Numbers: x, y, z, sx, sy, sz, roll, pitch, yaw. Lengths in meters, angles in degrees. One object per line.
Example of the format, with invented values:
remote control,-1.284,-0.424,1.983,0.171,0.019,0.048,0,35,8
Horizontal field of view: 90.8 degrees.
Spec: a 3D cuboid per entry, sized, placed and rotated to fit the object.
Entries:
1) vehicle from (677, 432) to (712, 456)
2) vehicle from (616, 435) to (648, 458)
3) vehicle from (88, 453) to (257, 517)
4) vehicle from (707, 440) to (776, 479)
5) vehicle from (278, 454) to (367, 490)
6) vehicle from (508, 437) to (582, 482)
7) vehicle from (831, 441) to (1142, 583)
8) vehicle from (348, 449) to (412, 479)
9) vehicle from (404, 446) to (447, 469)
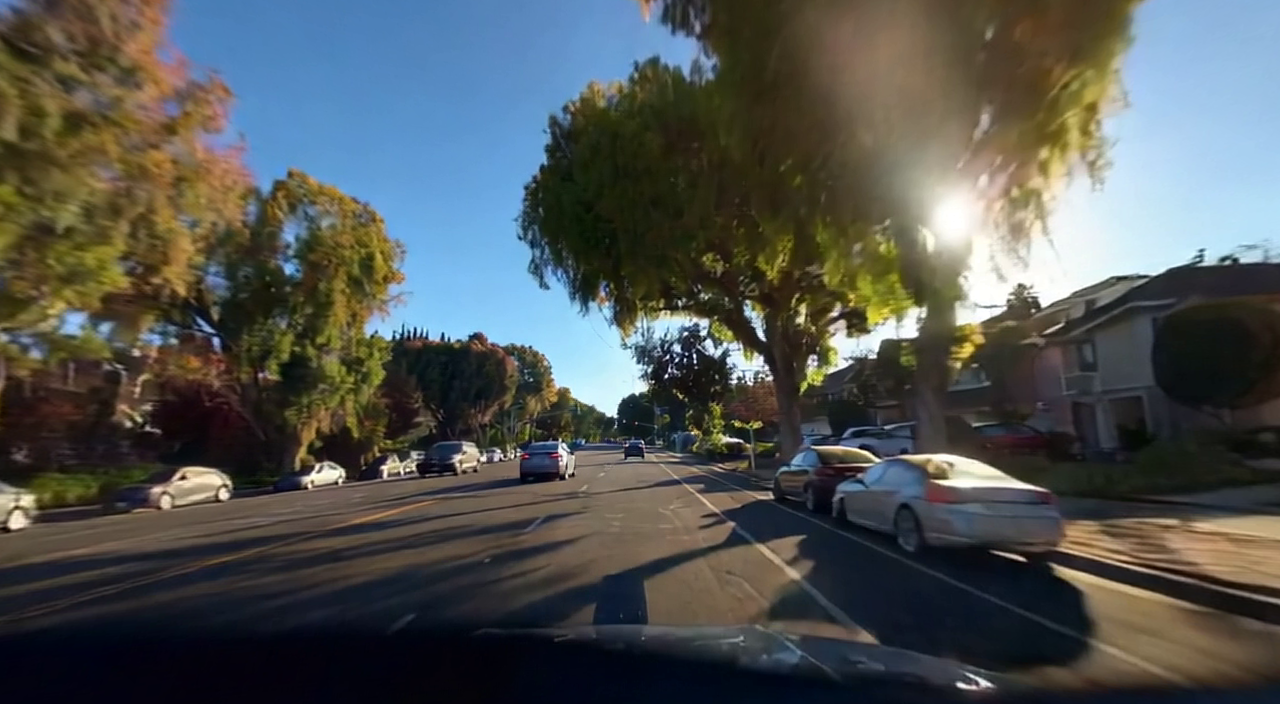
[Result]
vehicle,4.165,7.103,48.719,2.139,1.794,4.743,0,-8,-2
vehicle,-0.516,6.521,43.478,2.088,1.495,4.048,0,-8,0
vehicle,-14.700,4.156,20.292,1.914,1.747,4.550,0,-8,0
vehicle,4.175,4.522,26.854,1.928,1.479,5.069,0,-8,-2
vehicle,-14.699,5.544,29.581,1.827,1.480,4.738,0,-8,-1
vehicle,-3.387,3.943,23.429,2.027,1.477,4.413,0,-8,1
vehicle,4.280,1.995,8.825,1.890,1.459,4.371,0,-8,1
vehicle,-14.673,6.316,35.955,1.830,1.511,4.734,0,-8,-2
vehicle,-14.822,7.309,43.815,1.703,1.486,3.862,0,-8,-1
